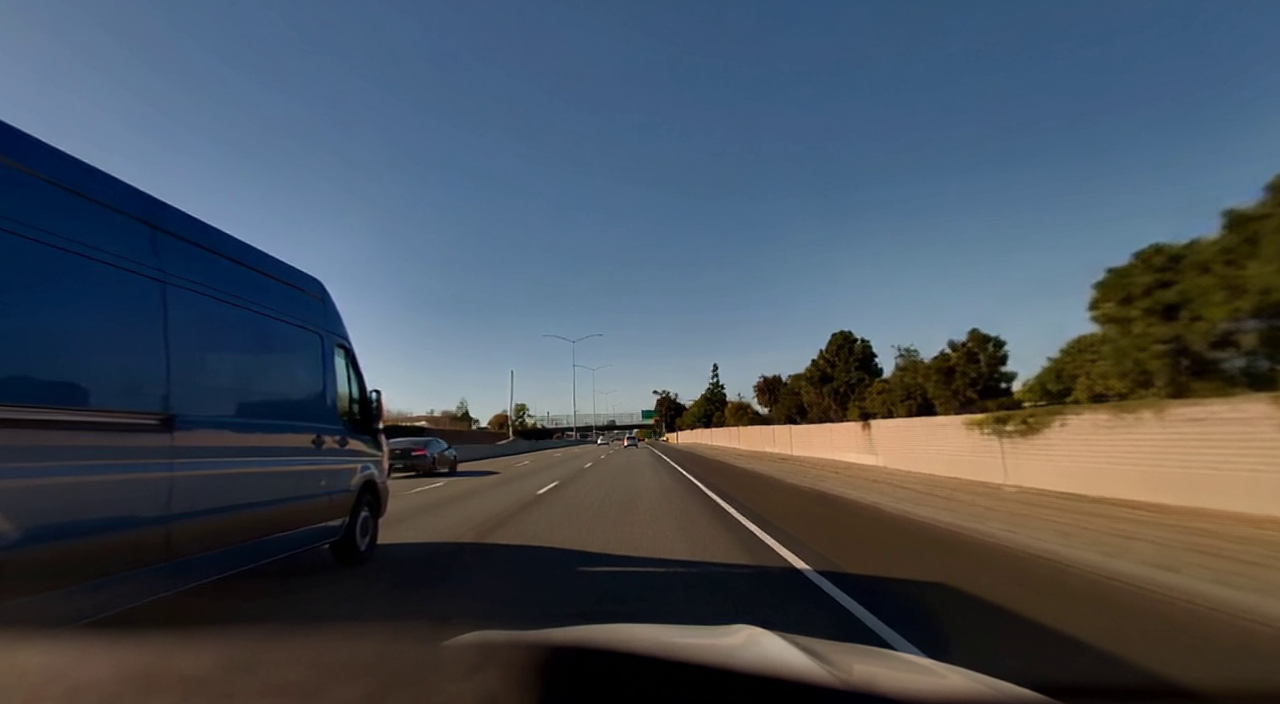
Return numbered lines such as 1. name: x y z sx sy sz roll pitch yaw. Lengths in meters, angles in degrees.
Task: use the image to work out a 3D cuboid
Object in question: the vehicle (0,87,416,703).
1. vehicle: -3.998 0.434 4.060 2.428 2.782 7.330 0 -8 0
